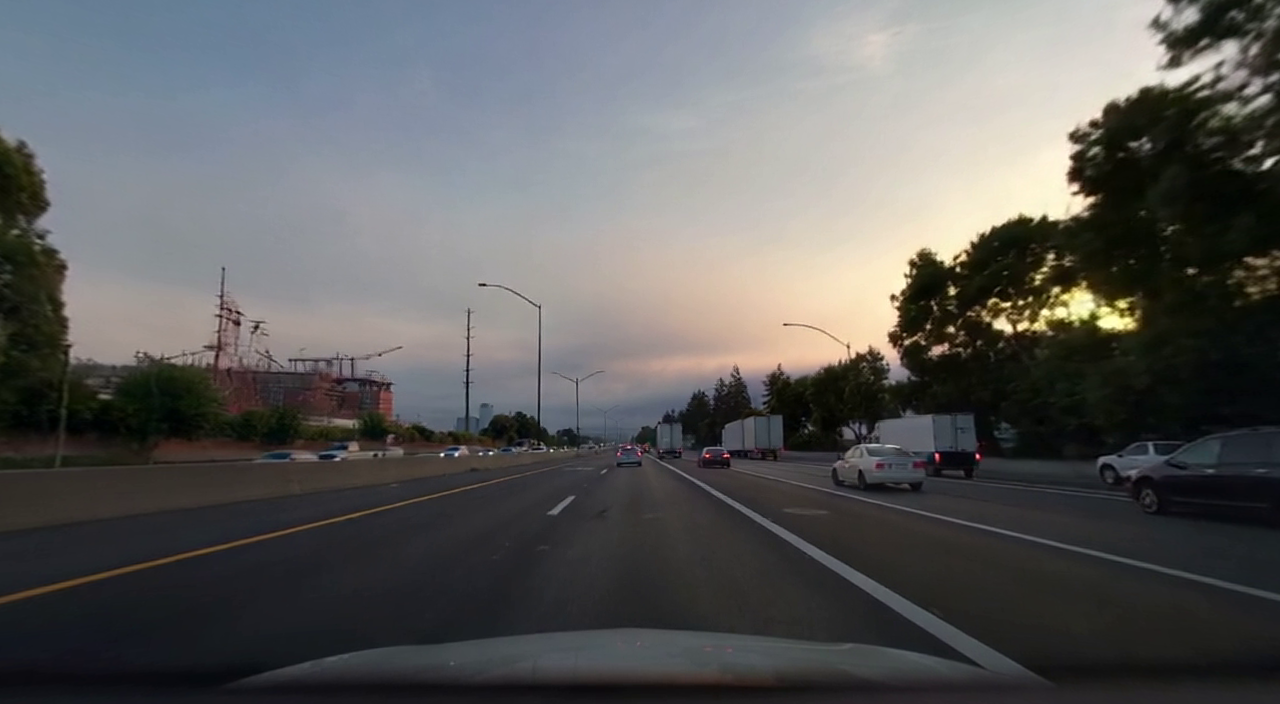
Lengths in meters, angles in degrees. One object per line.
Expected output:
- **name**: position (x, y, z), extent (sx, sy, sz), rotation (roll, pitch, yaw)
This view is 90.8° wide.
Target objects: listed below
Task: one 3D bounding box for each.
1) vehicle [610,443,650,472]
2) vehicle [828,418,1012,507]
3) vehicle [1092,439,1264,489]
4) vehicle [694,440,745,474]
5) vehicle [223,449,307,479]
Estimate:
- **vehicle**: position (-0.539, 5.970, 35.928), extent (2.163, 1.551, 4.180), rotation (0, -9, 0)
- **vehicle**: position (7.296, 2.983, 17.425), extent (2.369, 2.007, 5.700), rotation (0, -9, -1)
- **vehicle**: position (22.173, 4.626, 26.497), extent (2.150, 1.866, 5.885), rotation (0, -9, 2)
- **vehicle**: position (4.207, 5.638, 34.058), extent (2.154, 1.658, 4.347), rotation (0, -9, 0)
- **vehicle**: position (-20.305, 6.063, 34.476), extent (1.833, 1.473, 4.440), rotation (0, -9, 1)
